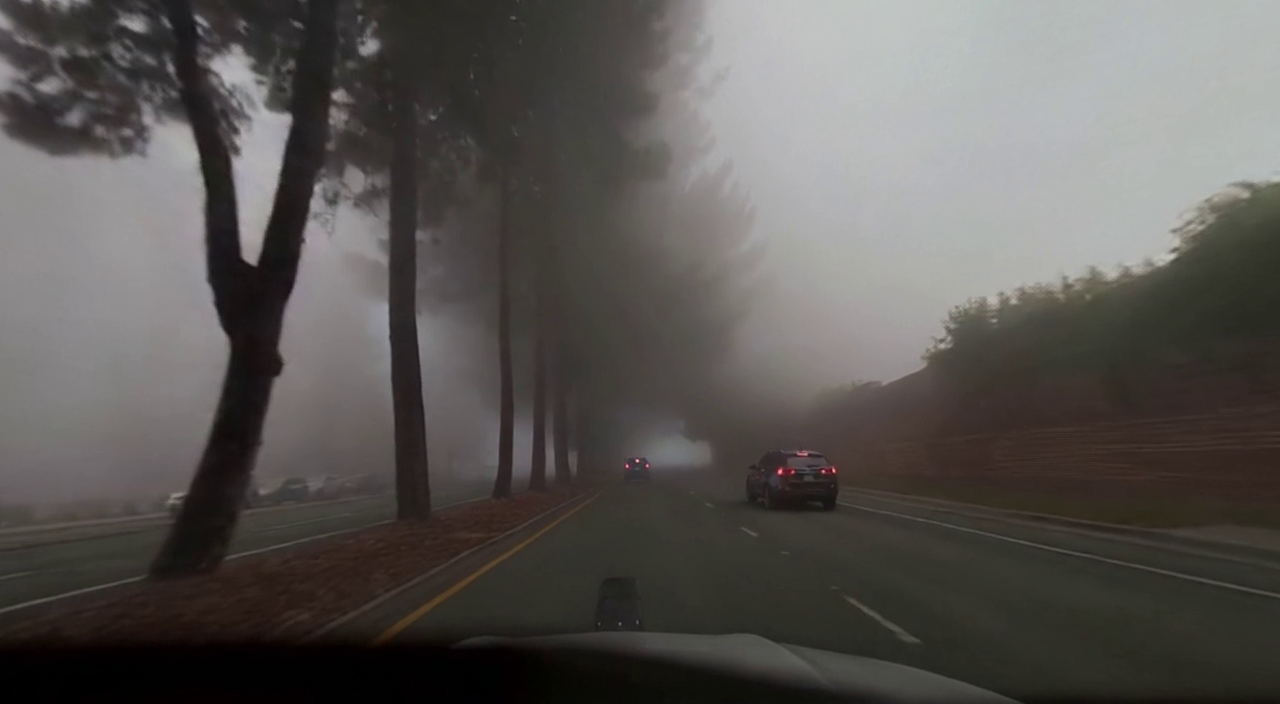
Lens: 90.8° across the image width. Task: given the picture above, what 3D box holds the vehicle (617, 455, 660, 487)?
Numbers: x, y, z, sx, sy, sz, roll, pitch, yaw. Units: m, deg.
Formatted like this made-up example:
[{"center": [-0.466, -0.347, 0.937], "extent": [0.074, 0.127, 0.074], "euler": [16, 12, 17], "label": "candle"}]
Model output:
[{"center": [-0.108, 7.143, 37.987], "extent": [2.391, 1.739, 3.837], "euler": [-2, -10, -1], "label": "vehicle"}]

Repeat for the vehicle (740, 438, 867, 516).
[{"center": [4.200, 3.339, 17.146], "extent": [2.155, 1.752, 4.456], "euler": [-2, -10, -1], "label": "vehicle"}]
